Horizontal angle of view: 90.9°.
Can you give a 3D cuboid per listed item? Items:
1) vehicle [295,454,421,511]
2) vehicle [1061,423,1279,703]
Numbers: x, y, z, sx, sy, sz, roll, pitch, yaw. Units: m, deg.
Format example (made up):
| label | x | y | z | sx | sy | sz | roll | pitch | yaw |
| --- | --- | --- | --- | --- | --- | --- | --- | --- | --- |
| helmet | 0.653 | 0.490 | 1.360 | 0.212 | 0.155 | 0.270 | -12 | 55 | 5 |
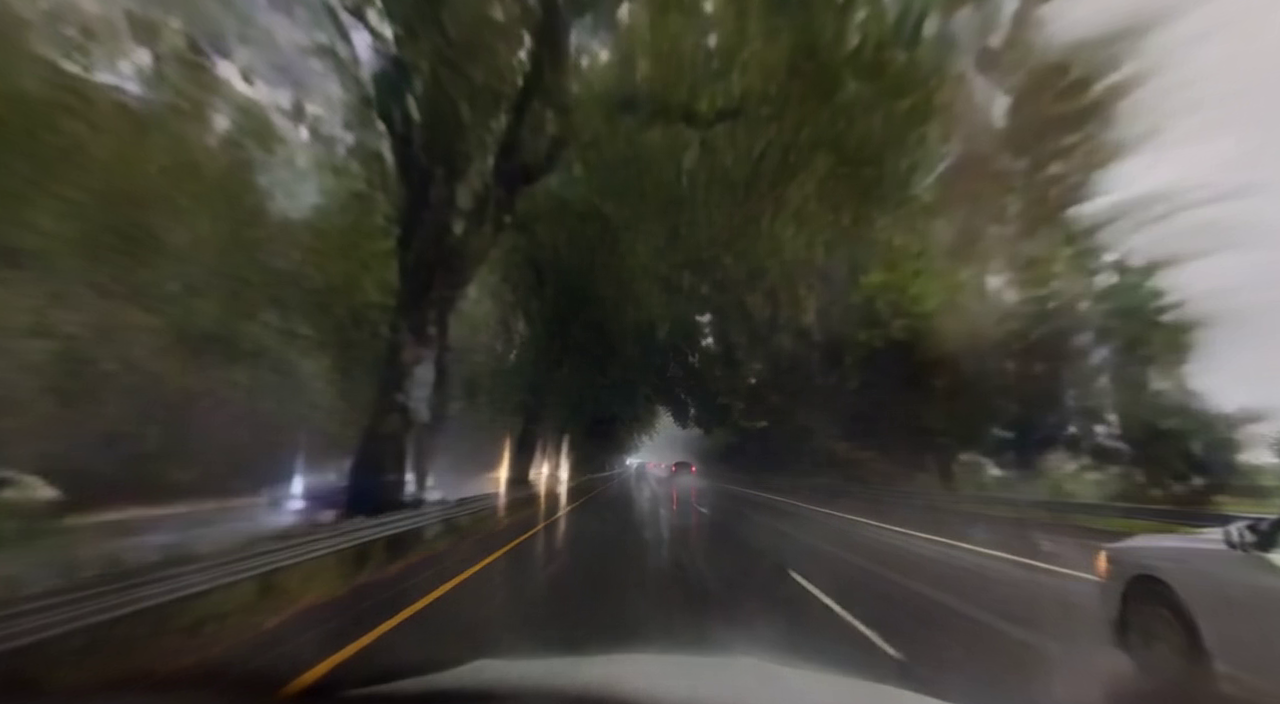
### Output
| label | x | y | z | sx | sy | sz | roll | pitch | yaw |
| --- | --- | --- | --- | --- | --- | --- | --- | --- | --- |
| vehicle | -8.140 | 3.802 | 18.591 | 1.916 | 1.457 | 3.642 | 1 | -10 | 1 |
| vehicle | 3.645 | 0.952 | 2.024 | 1.825 | 1.494 | 3.959 | 1 | -10 | 0 |
